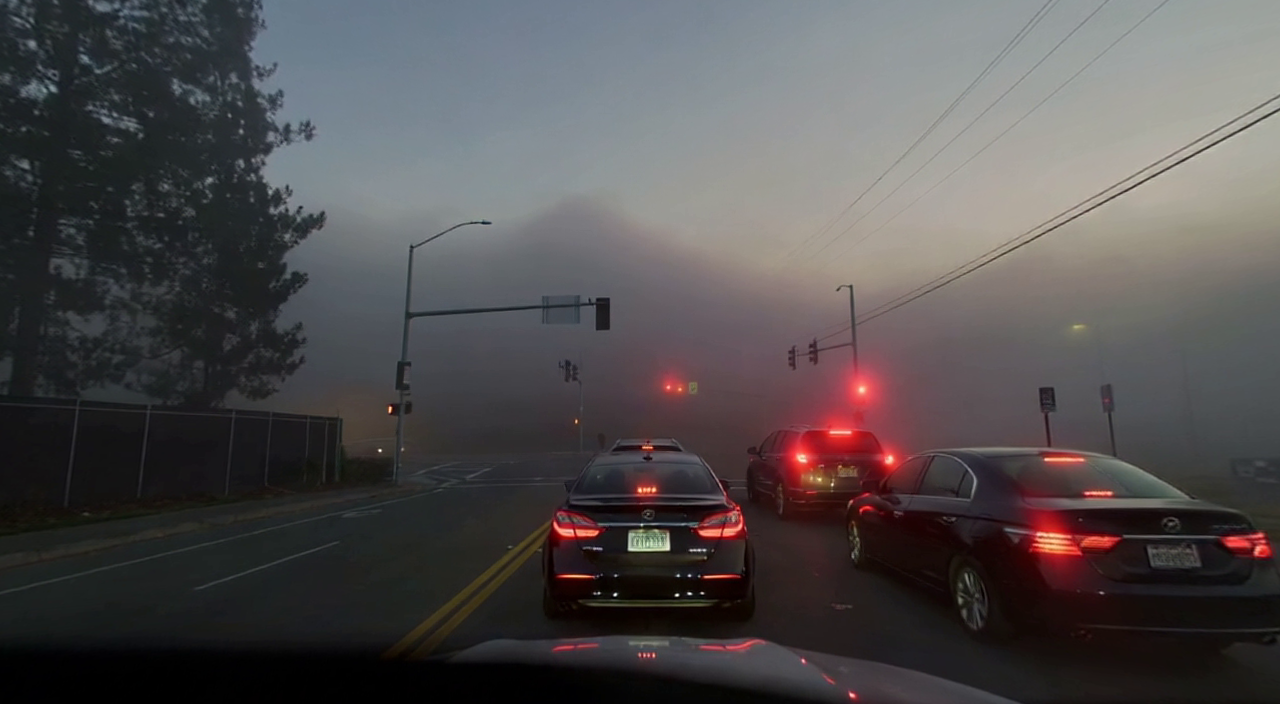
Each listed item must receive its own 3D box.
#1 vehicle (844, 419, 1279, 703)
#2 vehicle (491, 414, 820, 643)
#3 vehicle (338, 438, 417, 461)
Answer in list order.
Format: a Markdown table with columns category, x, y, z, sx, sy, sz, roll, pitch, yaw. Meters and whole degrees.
| category | x | y | z | sx | sy | sz | roll | pitch | yaw |
| --- | --- | --- | --- | --- | --- | --- | --- | --- | --- |
| vehicle | 3.093 | 1.248 | 4.139 | 2.027 | 1.432 | 4.431 | 0 | -8 | 0 |
| vehicle | 0.069 | 1.488 | 6.421 | 2.170 | 1.497 | 4.369 | 0 | -8 | -1 |
| vehicle | -17.229 | 6.410 | 41.469 | 4.406 | 1.458 | 1.892 | -1 | -8 | 7 |
